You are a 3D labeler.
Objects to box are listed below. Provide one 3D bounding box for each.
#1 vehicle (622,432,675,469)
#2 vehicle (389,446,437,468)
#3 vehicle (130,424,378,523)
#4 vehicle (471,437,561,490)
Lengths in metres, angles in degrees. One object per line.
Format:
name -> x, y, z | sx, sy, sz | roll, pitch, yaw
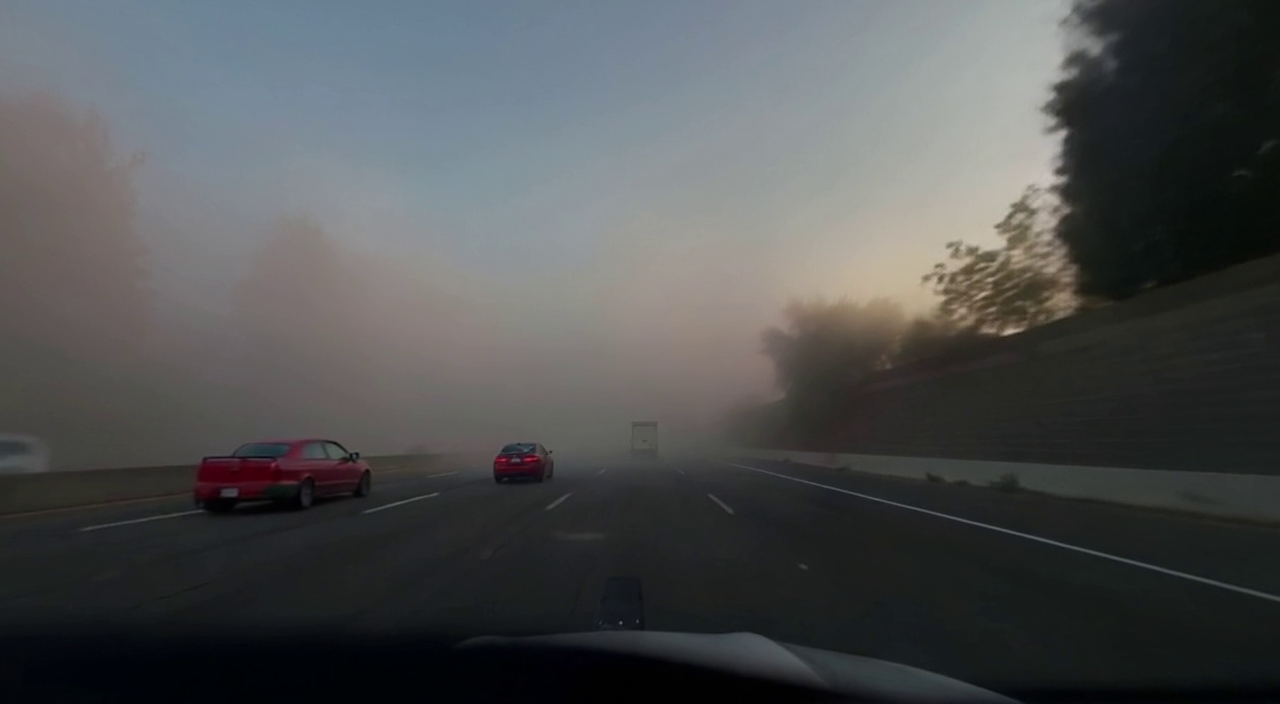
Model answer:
vehicle -> 0.436, 5.728, 36.733 | 2.856, 1.994, 4.931 | 0, -8, -1
vehicle -> -17.245, 7.991, 48.052 | 1.834, 1.546, 4.518 | 0, -9, 1
vehicle -> -7.620, 2.435, 13.210 | 2.189, 1.673, 4.699 | 0, -8, 0
vehicle -> -3.811, 3.510, 20.187 | 2.000, 1.512, 4.371 | 0, -8, 0
